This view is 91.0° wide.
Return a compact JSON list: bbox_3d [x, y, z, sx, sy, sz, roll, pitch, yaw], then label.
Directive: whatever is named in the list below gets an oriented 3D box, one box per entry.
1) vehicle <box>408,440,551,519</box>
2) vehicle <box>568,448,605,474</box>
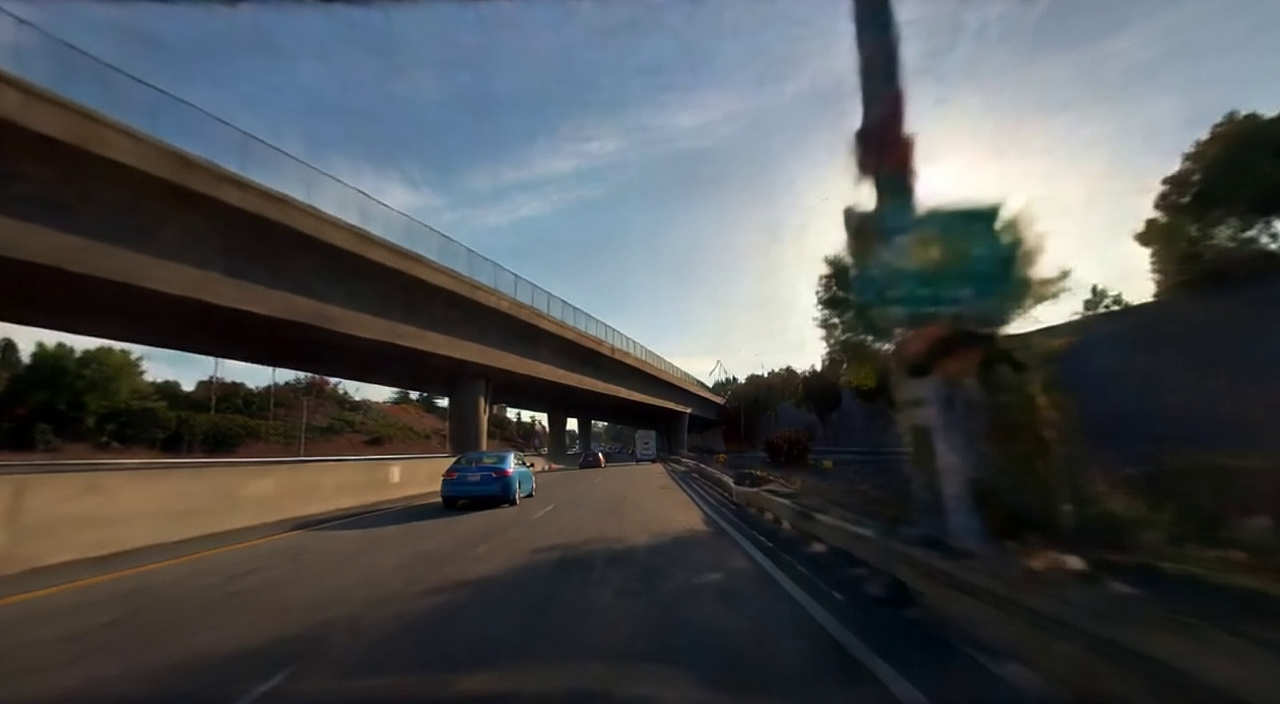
[{"bbox_3d":[-3.454,2.848,14.643,2.012,1.510,4.672,0,-9,1],"label":"vehicle"},{"bbox_3d":[-3.277,6.778,39.354,1.965,1.459,4.145,0,-9,0],"label":"vehicle"}]
